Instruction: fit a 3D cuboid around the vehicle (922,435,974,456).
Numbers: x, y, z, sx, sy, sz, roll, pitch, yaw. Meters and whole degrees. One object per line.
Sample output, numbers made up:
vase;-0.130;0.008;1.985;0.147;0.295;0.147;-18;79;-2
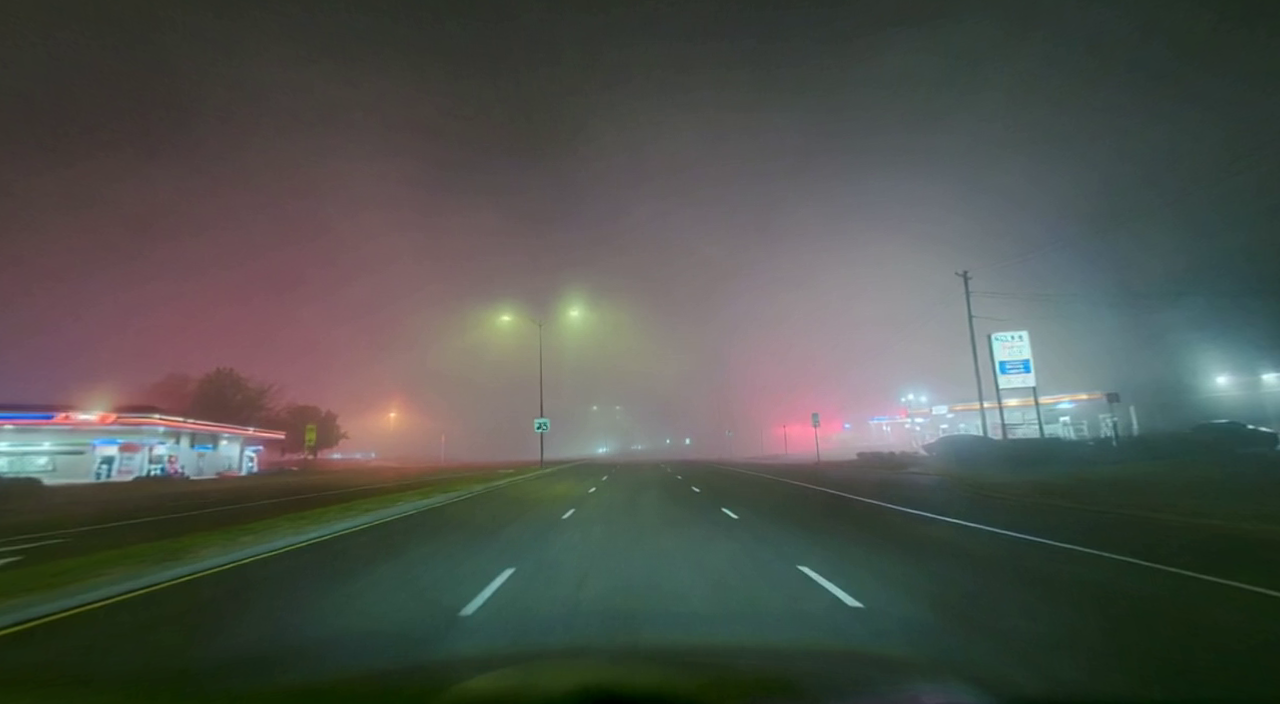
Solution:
vehicle;23.236;7.102;47.860;1.747;1.371;4.368;-3;-10;0

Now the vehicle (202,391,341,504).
vehicle;-12.310;3.218;21.405;2.509;3.502;3.191;-1;-8;2
